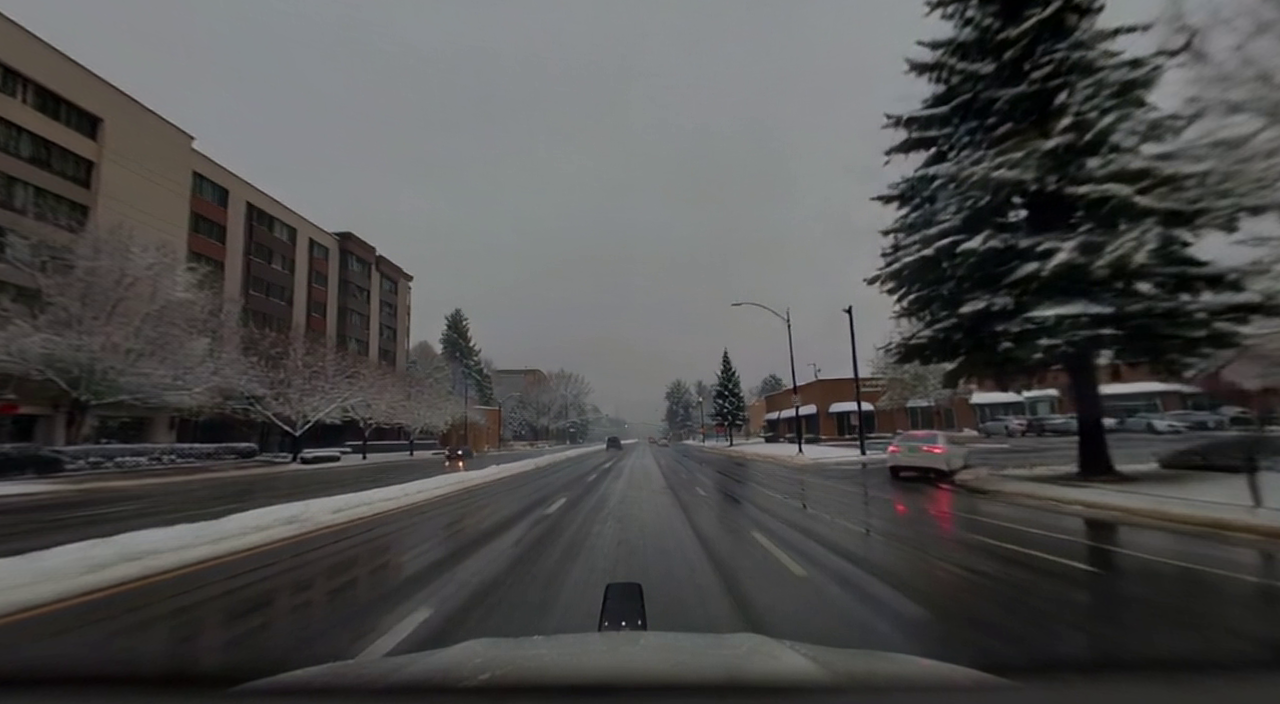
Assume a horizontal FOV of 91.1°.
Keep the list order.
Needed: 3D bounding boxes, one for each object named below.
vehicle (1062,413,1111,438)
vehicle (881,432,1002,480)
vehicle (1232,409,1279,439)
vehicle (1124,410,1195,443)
[{"bbox_3d":[28.368,4.716,39.998,1.797,1.498,4.412,-3,-9,26],"label":"vehicle"},{"bbox_3d":[11.829,4.000,24.507,5.061,1.696,2.129,6,-10,-37],"label":"vehicle"},{"bbox_3d":[33.597,3.876,33.341,1.916,1.491,4.491,-4,-9,28],"label":"vehicle"},{"bbox_3d":[27.953,4.089,33.941,2.042,1.690,4.562,-5,-9,29],"label":"vehicle"}]
